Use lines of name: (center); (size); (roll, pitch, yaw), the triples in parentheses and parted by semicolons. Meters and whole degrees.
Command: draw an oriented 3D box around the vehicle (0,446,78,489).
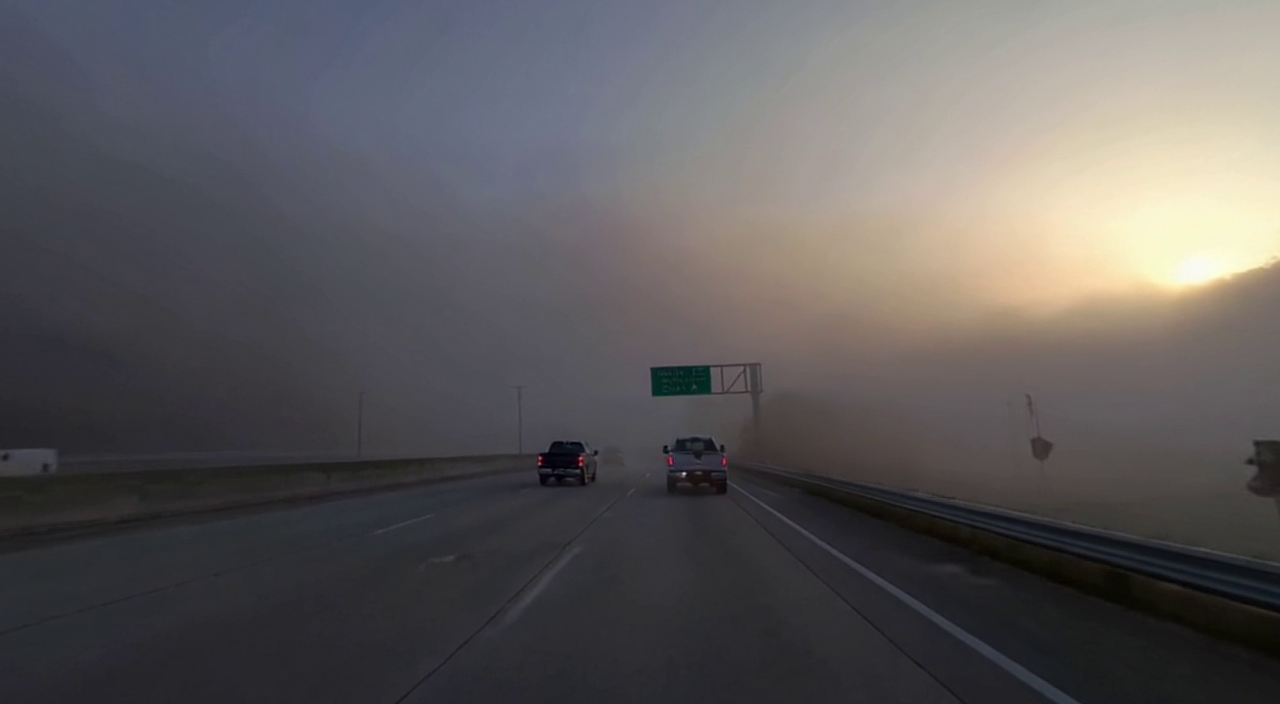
vehicle: (-38.333, 6.905, 37.971); (2.443, 2.489, 6.703); (-1, -9, 4)

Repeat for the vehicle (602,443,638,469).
vehicle: (-1.370, 7.250, 44.098); (2.106, 1.651, 4.040); (-1, -9, 4)

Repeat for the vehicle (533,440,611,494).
vehicle: (-2.163, 3.790, 21.165); (1.959, 1.604, 4.065); (-1, -9, 3)

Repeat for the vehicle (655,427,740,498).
vehicle: (1.624, 3.333, 19.362); (2.229, 1.837, 5.387); (-1, -9, 2)
